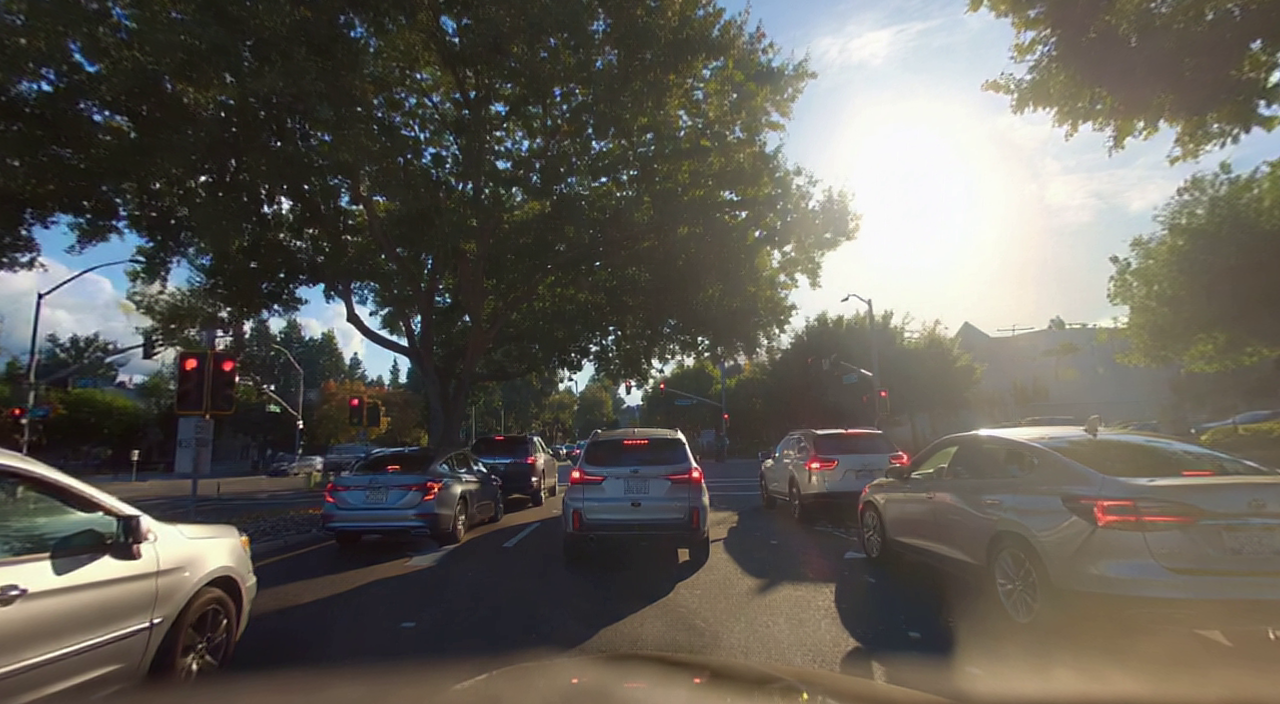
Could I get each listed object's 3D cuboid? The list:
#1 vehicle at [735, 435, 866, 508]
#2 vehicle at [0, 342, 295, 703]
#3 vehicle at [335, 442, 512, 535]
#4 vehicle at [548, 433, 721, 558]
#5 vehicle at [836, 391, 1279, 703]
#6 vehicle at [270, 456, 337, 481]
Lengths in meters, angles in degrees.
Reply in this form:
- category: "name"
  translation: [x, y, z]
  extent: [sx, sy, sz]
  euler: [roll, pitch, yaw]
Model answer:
- category: "vehicle"
  translation: [3.642, 2.781, 15.250]
  extent: [1.922, 1.472, 4.440]
  euler: [0, -8, -1]
- category: "vehicle"
  translation: [-3.655, 0.843, 2.536]
  extent: [2.047, 1.764, 4.369]
  euler: [0, -8, 0]
- category: "vehicle"
  translation: [-3.912, 2.501, 12.333]
  extent: [1.919, 1.459, 4.371]
  euler: [0, -8, 0]
- category: "vehicle"
  translation: [-0.076, 2.006, 9.586]
  extent: [2.061, 1.470, 3.970]
  euler: [0, -8, 0]
- category: "vehicle"
  translation: [3.393, 1.306, 5.421]
  extent: [1.933, 1.564, 4.600]
  euler: [0, -8, 0]
- category: "vehicle"
  translation: [-22.503, 7.752, 42.208]
  extent: [4.368, 1.469, 1.761]
  euler: [-5, -9, 28]
